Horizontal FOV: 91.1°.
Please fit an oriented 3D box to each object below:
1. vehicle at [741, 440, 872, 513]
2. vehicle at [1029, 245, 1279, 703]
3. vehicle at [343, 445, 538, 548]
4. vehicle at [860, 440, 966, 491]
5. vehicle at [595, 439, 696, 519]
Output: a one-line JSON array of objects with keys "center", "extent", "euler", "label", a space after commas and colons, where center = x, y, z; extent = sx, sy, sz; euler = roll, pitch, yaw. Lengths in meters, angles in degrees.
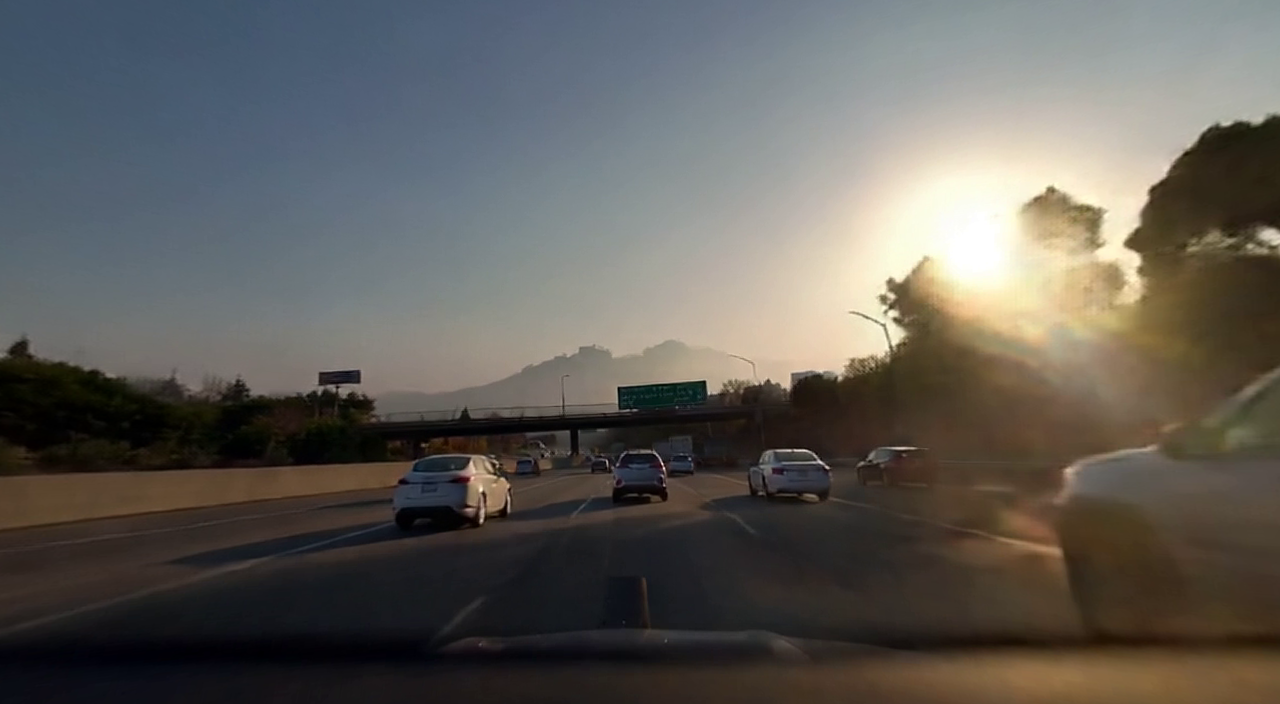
[{"center": [4.145, 3.168, 16.502], "extent": [2.210, 1.625, 4.249], "euler": [0, -9, -1], "label": "vehicle"}, {"center": [3.909, 0.403, 1.045], "extent": [2.732, 2.065, 5.826], "euler": [0, -9, 0], "label": "vehicle"}, {"center": [-3.349, 2.497, 11.697], "extent": [2.011, 1.510, 4.698], "euler": [0, -9, 1], "label": "vehicle"}, {"center": [10.566, 4.406, 24.749], "extent": [2.133, 1.770, 4.537], "euler": [0, -9, 0], "label": "vehicle"}, {"center": [0.130, 2.956, 15.198], "extent": [2.099, 1.640, 4.134], "euler": [0, -9, 1], "label": "vehicle"}]
